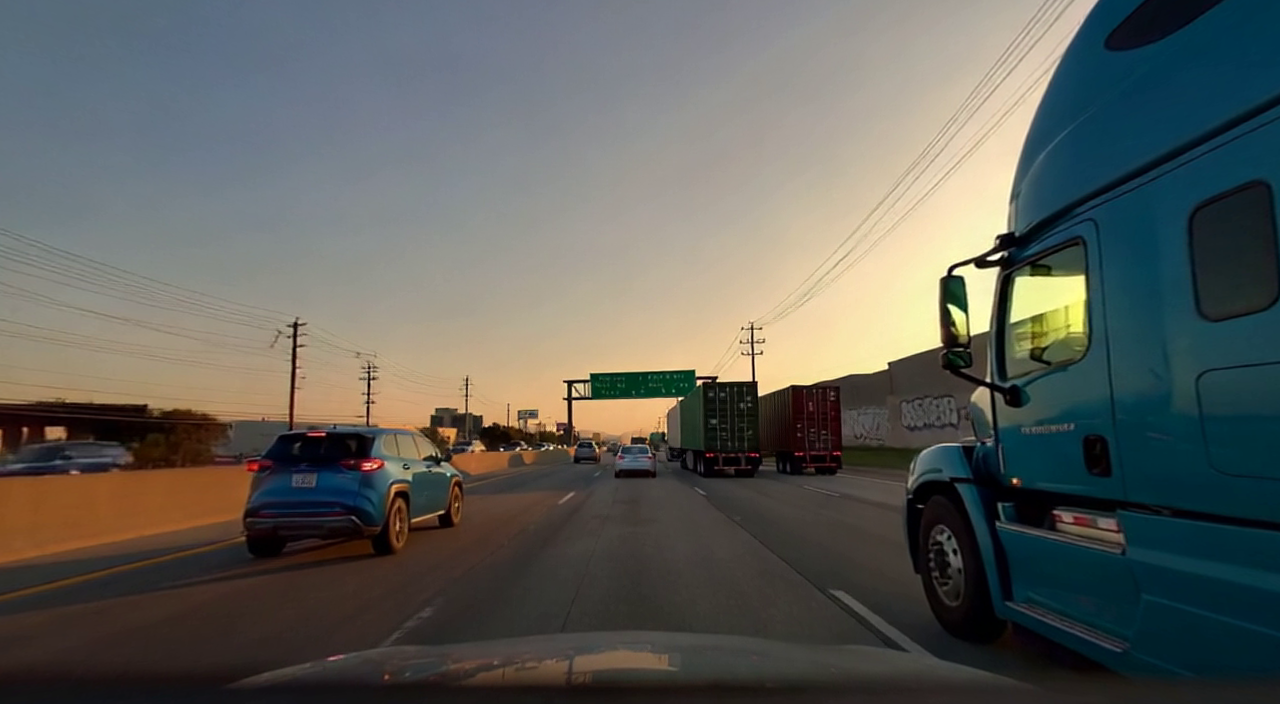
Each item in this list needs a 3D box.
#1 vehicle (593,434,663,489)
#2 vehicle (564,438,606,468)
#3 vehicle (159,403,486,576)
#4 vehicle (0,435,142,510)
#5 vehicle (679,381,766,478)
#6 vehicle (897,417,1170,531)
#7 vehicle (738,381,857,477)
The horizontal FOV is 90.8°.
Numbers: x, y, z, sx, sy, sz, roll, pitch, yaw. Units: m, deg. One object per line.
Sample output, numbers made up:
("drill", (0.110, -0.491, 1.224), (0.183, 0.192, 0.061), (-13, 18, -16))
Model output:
("vehicle", (-0.395, 3.753, 21.932), (2.191, 1.685, 4.015), (0, -9, 0))
("vehicle", (-3.506, 6.571, 41.233), (2.243, 1.820, 4.473), (0, -9, 1))
("vehicle", (-3.925, 1.801, 9.046), (2.264, 1.804, 4.584), (0, -9, 0))
("vehicle", (-14.789, 2.834, 15.140), (2.098, 1.584, 4.414), (0, -9, 0))
("vehicle", (3.840, 4.220, 33.062), (2.800, 4.039, 13.179), (0, -9, 0))
("vehicle", (7.002, 2.223, 12.076), (2.202, 1.731, 4.628), (0, -9, 0))
("vehicle", (7.664, 4.212, 33.137), (2.868, 4.017, 12.827), (0, -9, 0))
